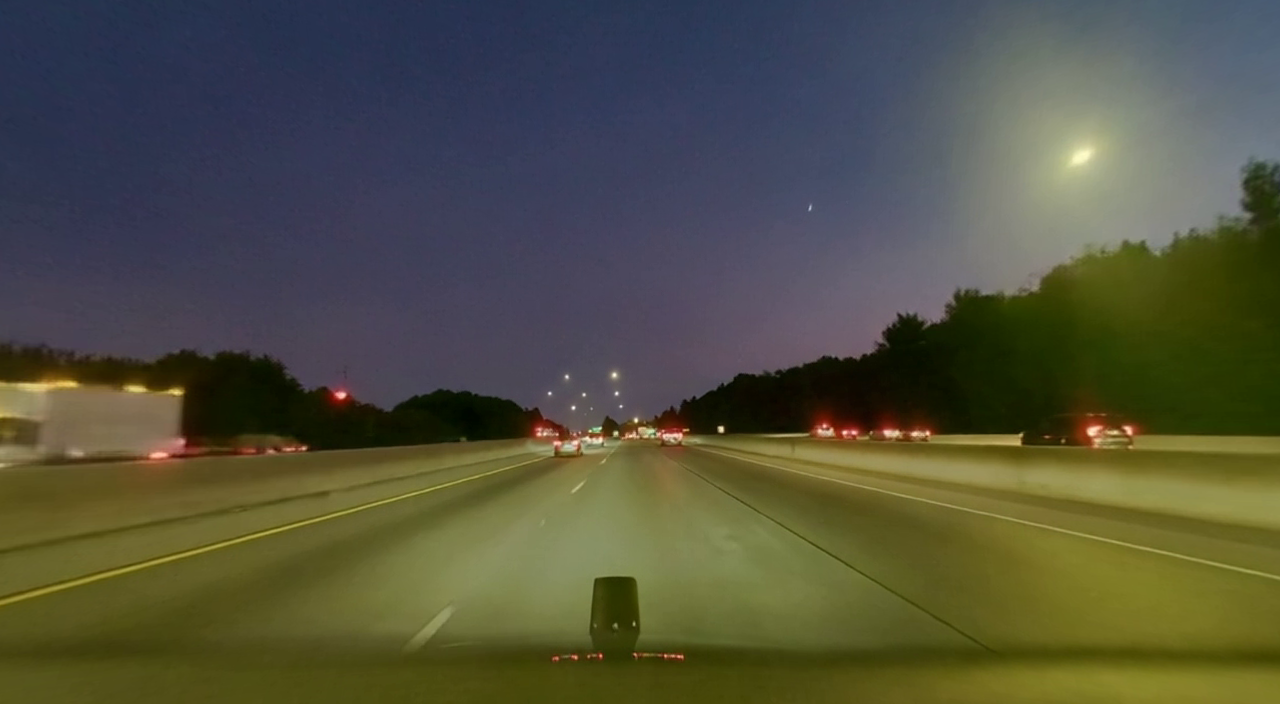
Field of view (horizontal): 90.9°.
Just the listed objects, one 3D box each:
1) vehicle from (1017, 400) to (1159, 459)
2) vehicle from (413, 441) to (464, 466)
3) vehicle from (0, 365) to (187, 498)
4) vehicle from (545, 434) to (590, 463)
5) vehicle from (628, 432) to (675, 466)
[{"bbox_3d":[21.041,3.750,30.096,2.232,2.540,6.015,0,-8,-1],"label":"vehicle"},{"bbox_3d":[-12.487,6.305,39.403,1.816,1.452,4.204,0,-8,0],"label":"vehicle"},{"bbox_3d":[-20.243,2.788,21.412,2.950,3.849,9.280,-2,-8,-1],"label":"vehicle"},{"bbox_3d":[-3.952,5.357,35.086,2.014,1.471,4.380,0,-8,-1],"label":"vehicle"},{"bbox_3d":[0.494,4.732,31.000,2.086,1.554,3.875,0,-8,-2],"label":"vehicle"}]
